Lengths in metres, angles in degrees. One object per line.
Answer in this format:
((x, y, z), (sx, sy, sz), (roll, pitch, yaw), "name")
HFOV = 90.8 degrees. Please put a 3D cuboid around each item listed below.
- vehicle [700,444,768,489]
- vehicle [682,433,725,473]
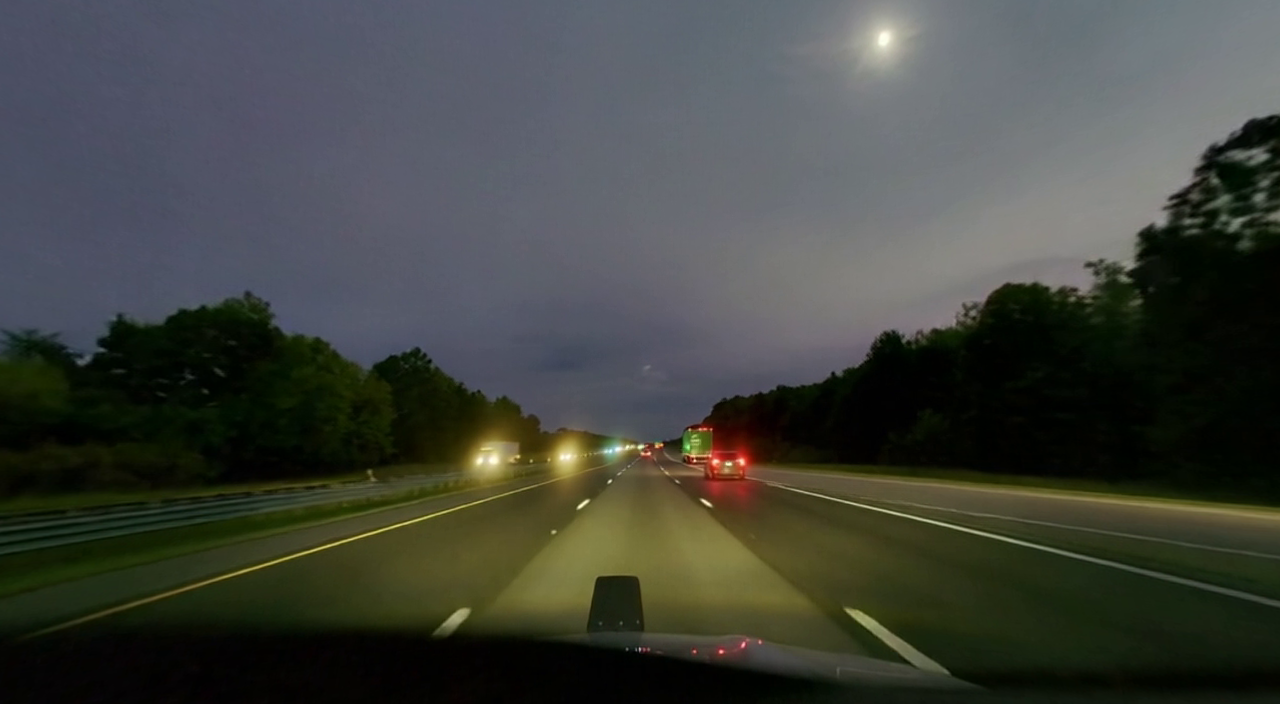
((3.558, 4.416, 24.602), (2.019, 1.601, 3.953), (0, -9, -1), "vehicle")
((4.286, 6.973, 43.768), (2.300, 2.564, 5.643), (0, -9, -1), "vehicle")
